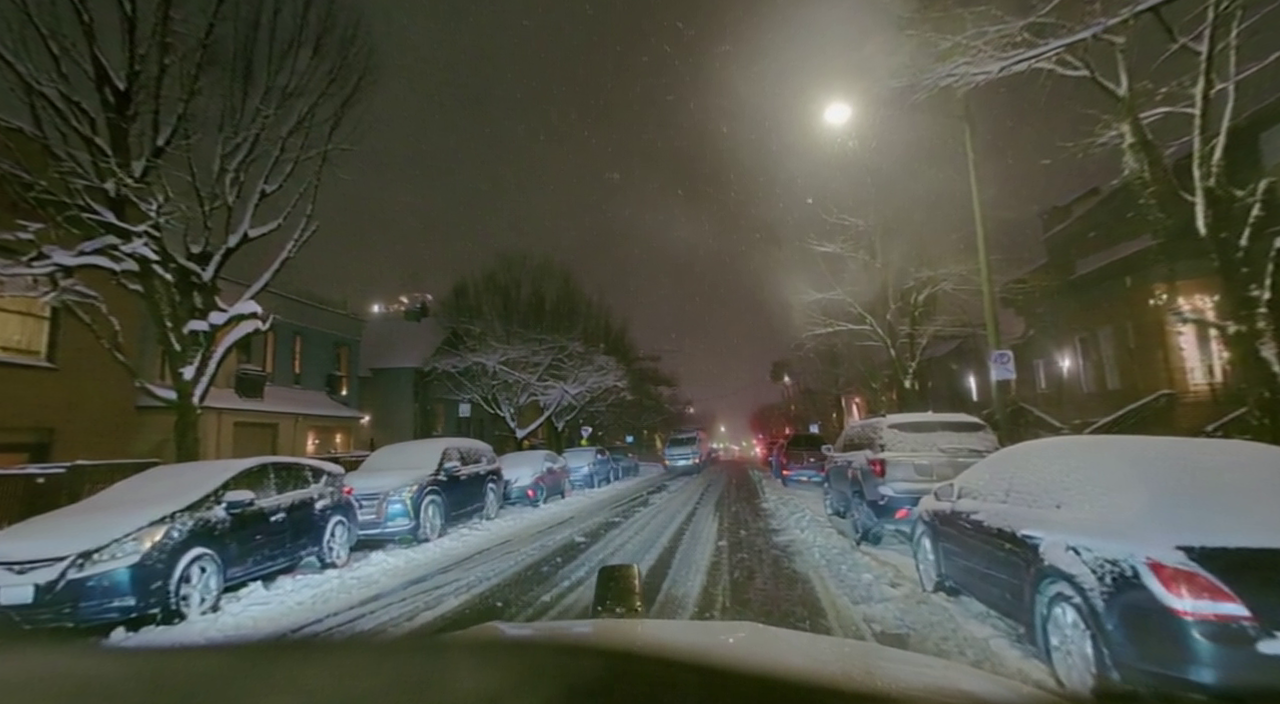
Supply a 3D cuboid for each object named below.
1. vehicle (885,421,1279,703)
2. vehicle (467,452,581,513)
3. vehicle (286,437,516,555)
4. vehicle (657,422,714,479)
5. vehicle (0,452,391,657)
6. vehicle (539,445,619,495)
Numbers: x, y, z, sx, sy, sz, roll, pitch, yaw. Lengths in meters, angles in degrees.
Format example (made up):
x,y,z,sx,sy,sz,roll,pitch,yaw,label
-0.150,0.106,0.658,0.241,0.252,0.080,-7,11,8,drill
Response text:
x,y,z,sx,sy,sz,roll,pitch,yaw,label
3.388,1.297,4.421,1.992,1.456,4.610,-1,-8,7,vehicle
-3.217,3.734,18.636,1.861,1.474,4.749,-1,-8,8,vehicle
-4.279,2.634,12.496,2.203,1.815,4.972,-1,-8,5,vehicle
2.739,5.577,36.028,2.716,2.887,6.781,-1,-9,9,vehicle
-4.884,1.939,7.254,1.855,1.510,4.406,-1,-8,6,vehicle
-2.324,4.683,25.648,2.002,1.781,5.380,-1,-8,8,vehicle
